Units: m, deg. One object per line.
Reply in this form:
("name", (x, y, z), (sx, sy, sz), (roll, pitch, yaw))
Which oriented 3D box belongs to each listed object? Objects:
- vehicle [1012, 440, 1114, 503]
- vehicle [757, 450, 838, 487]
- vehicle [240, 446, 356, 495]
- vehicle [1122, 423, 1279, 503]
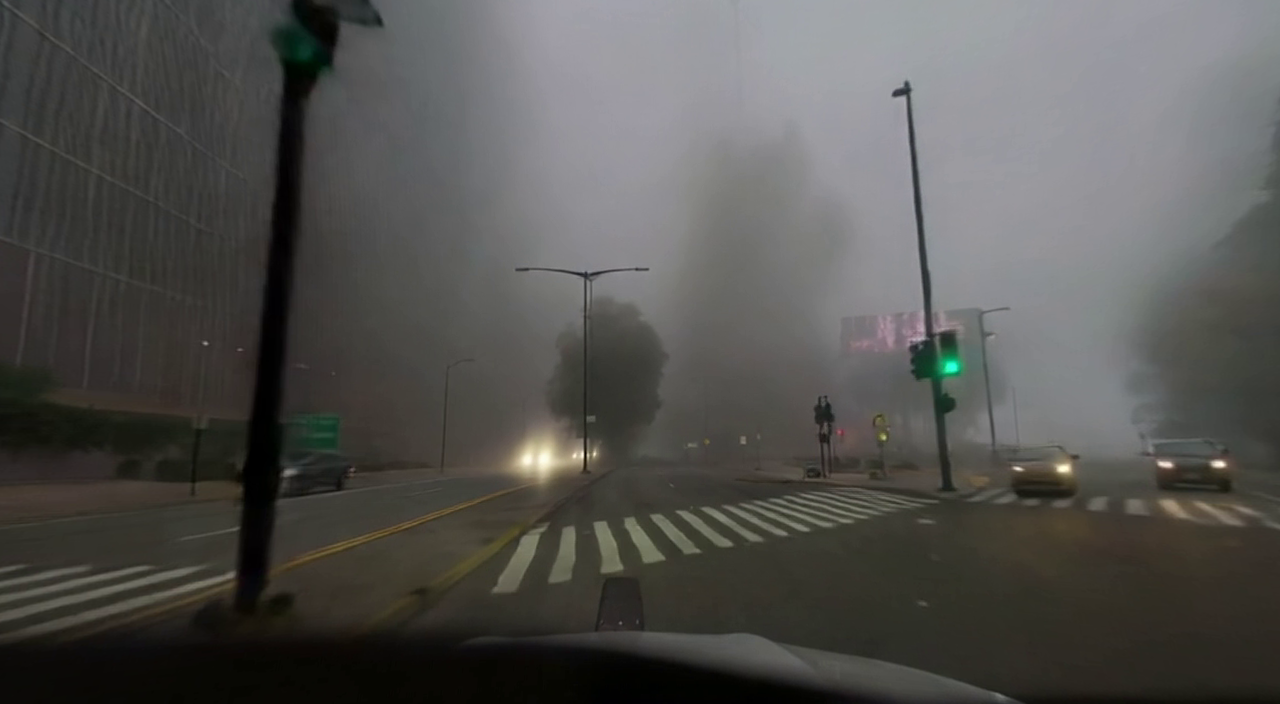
("vehicle", (11.965, 3.330, 18.136), (2.023, 1.527, 5.016), (-6, -10, 31))
("vehicle", (6.860, 5.110, 28.071), (2.675, 1.452, 4.213), (-1, -8, 2))
("vehicle", (-13.454, 4.655, 25.239), (1.979, 1.727, 4.489), (-1, -9, 2))
("vehicle", (15.114, 2.974, 17.379), (2.232, 1.814, 5.285), (-5, -10, 30))
